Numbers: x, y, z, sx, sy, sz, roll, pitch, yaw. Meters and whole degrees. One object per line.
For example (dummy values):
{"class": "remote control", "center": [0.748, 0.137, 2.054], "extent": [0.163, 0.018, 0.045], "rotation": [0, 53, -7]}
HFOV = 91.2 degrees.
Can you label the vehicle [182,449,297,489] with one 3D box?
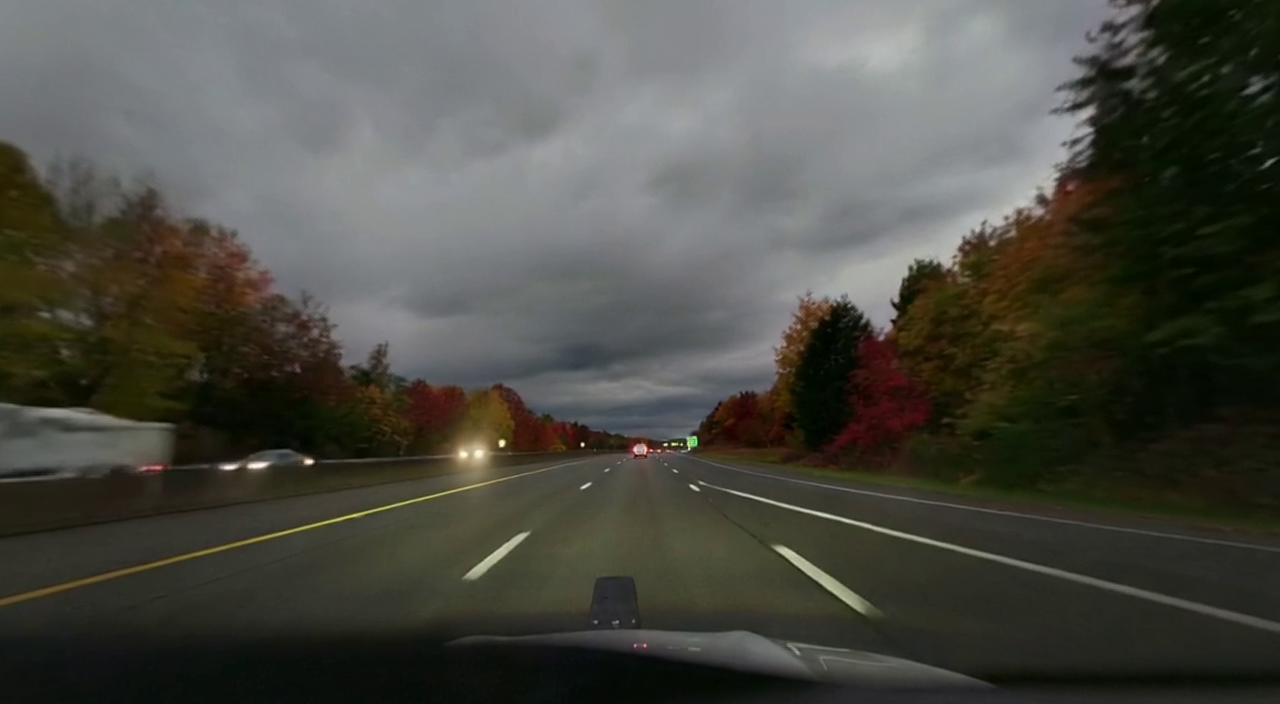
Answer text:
{"class": "vehicle", "center": [-16.301, 4.766, 25.806], "extent": [1.825, 1.469, 4.326], "rotation": [-1, -9, 0]}
